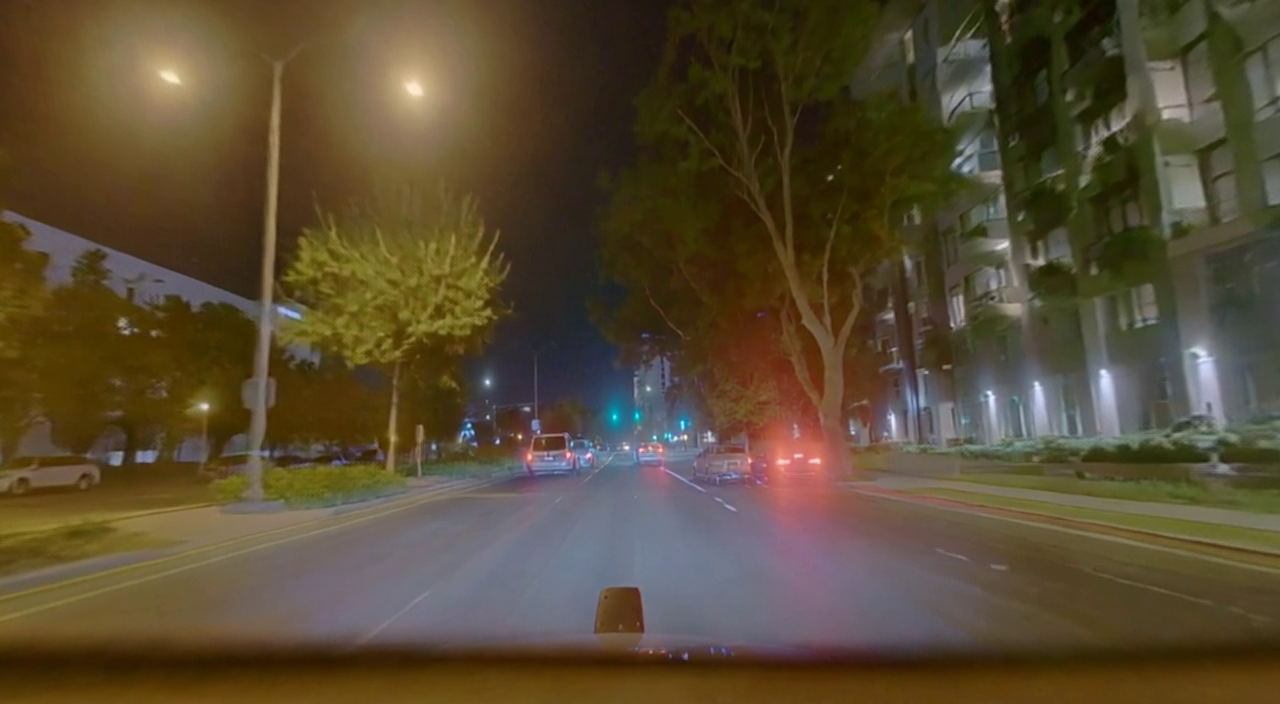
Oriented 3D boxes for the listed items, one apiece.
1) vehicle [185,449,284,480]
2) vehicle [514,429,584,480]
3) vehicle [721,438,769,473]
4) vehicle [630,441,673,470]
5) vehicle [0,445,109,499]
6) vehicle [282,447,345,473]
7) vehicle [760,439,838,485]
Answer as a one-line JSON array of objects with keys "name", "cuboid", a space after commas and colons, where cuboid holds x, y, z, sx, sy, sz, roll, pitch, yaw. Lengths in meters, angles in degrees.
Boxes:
[{"name": "vehicle", "cuboid": [-22.260, 6.188, 34.989, 2.111, 1.554, 5.163, 0, -9, -1]}, {"name": "vehicle", "cuboid": [-3.736, 4.329, 26.876, 2.223, 1.957, 4.845, 0, -9, 0]}, {"name": "vehicle", "cuboid": [6.151, 6.123, 37.560, 1.997, 1.943, 4.409, 0, -9, -1]}, {"name": "vehicle", "cuboid": [0.609, 6.055, 37.190, 2.201, 1.589, 3.843, 0, -9, -4]}, {"name": "vehicle", "cuboid": [-22.116, 4.251, 22.738, 1.996, 1.767, 4.613, 0, -9, -1]}, {"name": "vehicle", "cuboid": [-22.545, 7.456, 43.837, 1.910, 1.632, 4.624, 0, -9, 0]}, {"name": "vehicle", "cuboid": [6.464, 4.503, 26.189, 2.164, 1.727, 3.955, 0, -9, 0]}]
